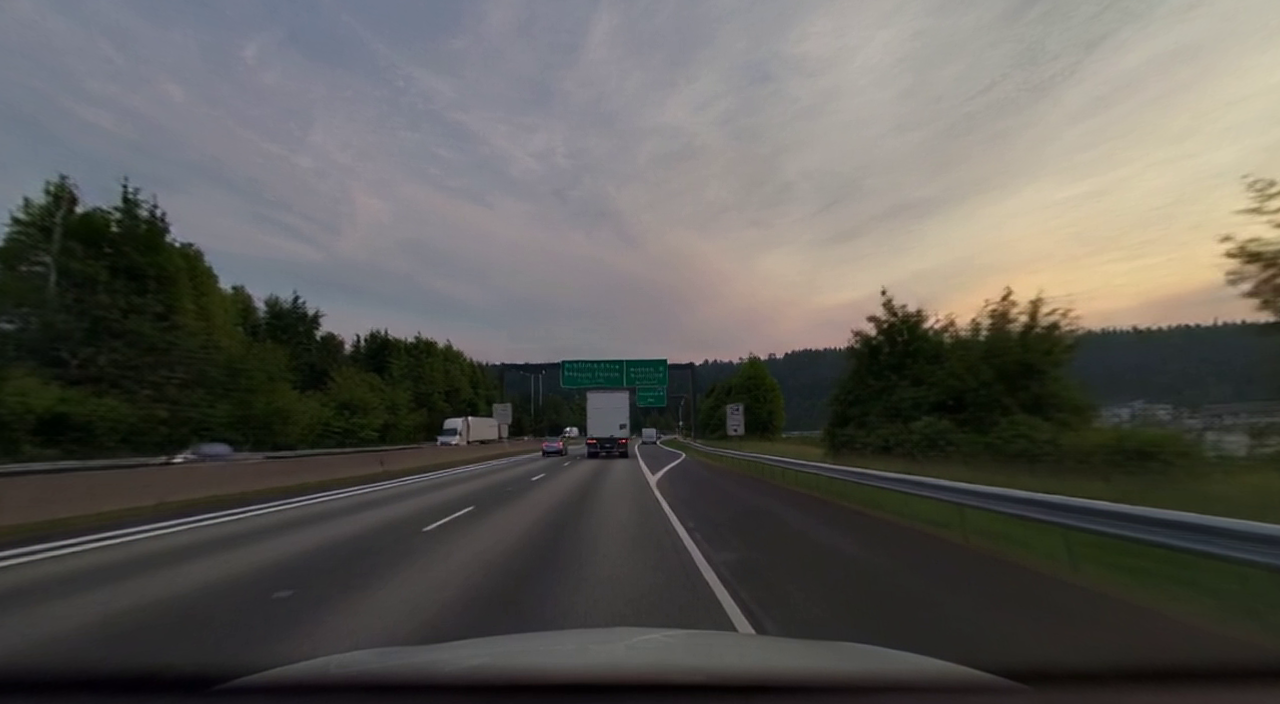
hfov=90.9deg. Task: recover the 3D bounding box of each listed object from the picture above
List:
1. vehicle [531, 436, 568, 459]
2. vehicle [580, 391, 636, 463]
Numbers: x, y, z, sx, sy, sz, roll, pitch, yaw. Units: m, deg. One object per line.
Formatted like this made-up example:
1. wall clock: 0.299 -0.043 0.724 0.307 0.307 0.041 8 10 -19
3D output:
1. vehicle: -6.019 6.422 42.469 1.931 1.479 4.083 0 -8 -1
2. vehicle: -1.790 4.484 37.129 2.855 3.741 8.587 0 -8 -2
